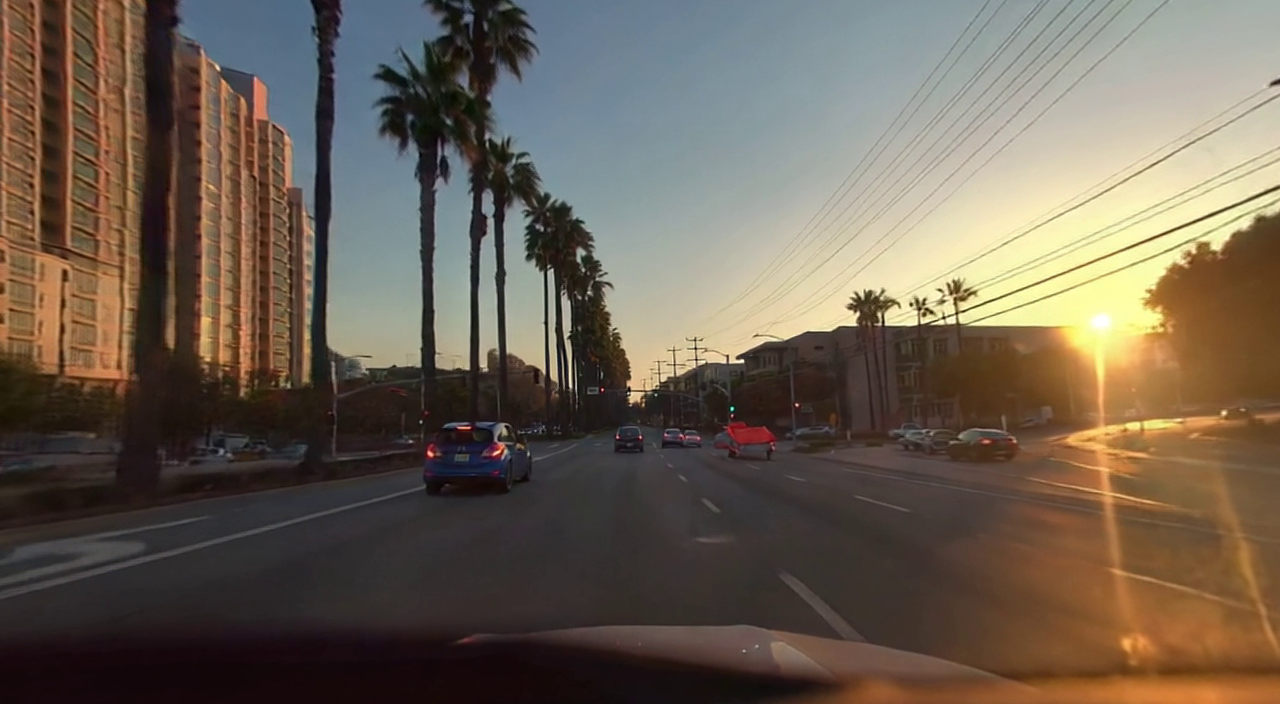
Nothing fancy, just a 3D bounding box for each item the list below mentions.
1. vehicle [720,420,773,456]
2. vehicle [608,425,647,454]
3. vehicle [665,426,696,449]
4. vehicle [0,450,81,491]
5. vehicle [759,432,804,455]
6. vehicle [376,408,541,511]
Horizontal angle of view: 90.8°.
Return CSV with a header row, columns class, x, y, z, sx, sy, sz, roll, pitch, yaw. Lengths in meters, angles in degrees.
class,x,y,z,sx,sy,sz,roll,pitch,yaw
vehicle,6.183,5.121,37.427,2.130,1.979,5.310,0,-8,-1
vehicle,-0.799,5.429,39.136,2.302,1.681,4.217,0,-8,-2
vehicle,2.930,6.295,46.469,1.975,1.598,4.025,0,-8,-1
vehicle,-27.908,5.248,28.292,1.918,1.635,4.532,1,-8,-6
vehicle,9.045,5.943,40.788,1.897,1.390,4.391,0,-8,1
vehicle,-3.490,2.183,13.199,2.136,1.779,4.417,0,-8,0
